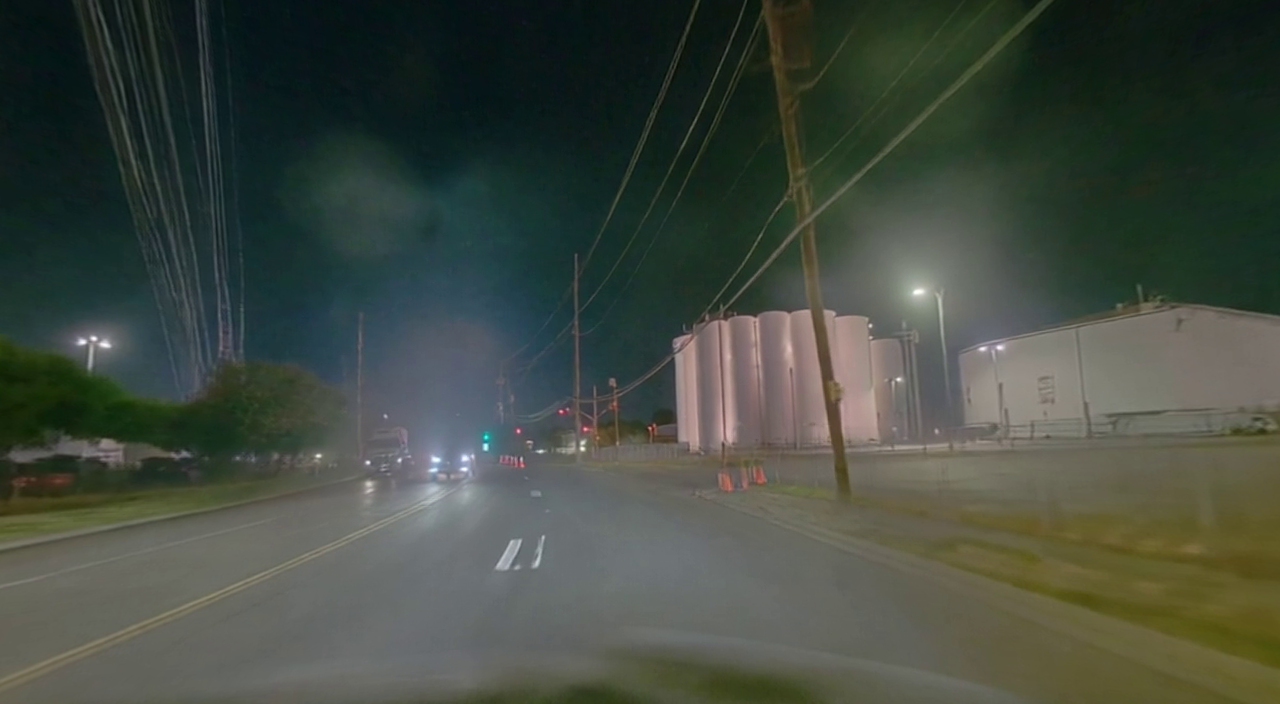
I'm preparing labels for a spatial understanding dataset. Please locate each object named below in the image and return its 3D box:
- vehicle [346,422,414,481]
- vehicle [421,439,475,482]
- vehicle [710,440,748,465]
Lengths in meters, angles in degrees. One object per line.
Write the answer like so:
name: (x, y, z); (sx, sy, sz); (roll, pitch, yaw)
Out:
vehicle: (-15.449, 5.957, 38.096); (2.905, 3.133, 7.675); (2, -9, -17)
vehicle: (-8.680, 4.922, 28.932); (2.079, 1.770, 4.684); (2, -9, -14)
vehicle: (5.704, 6.464, 40.826); (1.829, 1.487, 4.352); (0, -9, 0)
